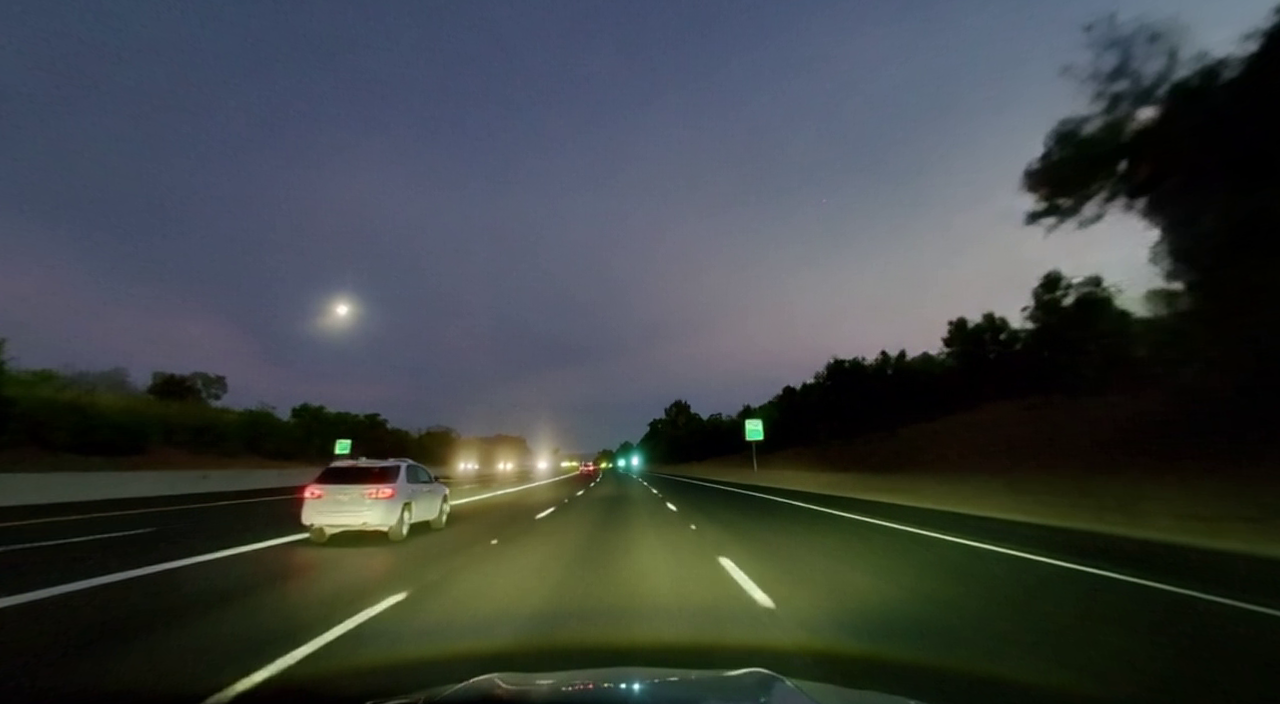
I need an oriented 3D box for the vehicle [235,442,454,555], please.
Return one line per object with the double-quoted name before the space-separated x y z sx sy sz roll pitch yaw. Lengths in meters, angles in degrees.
"vehicle" -4.804 2.449 10.969 2.025 1.584 3.657 1 -10 -1
